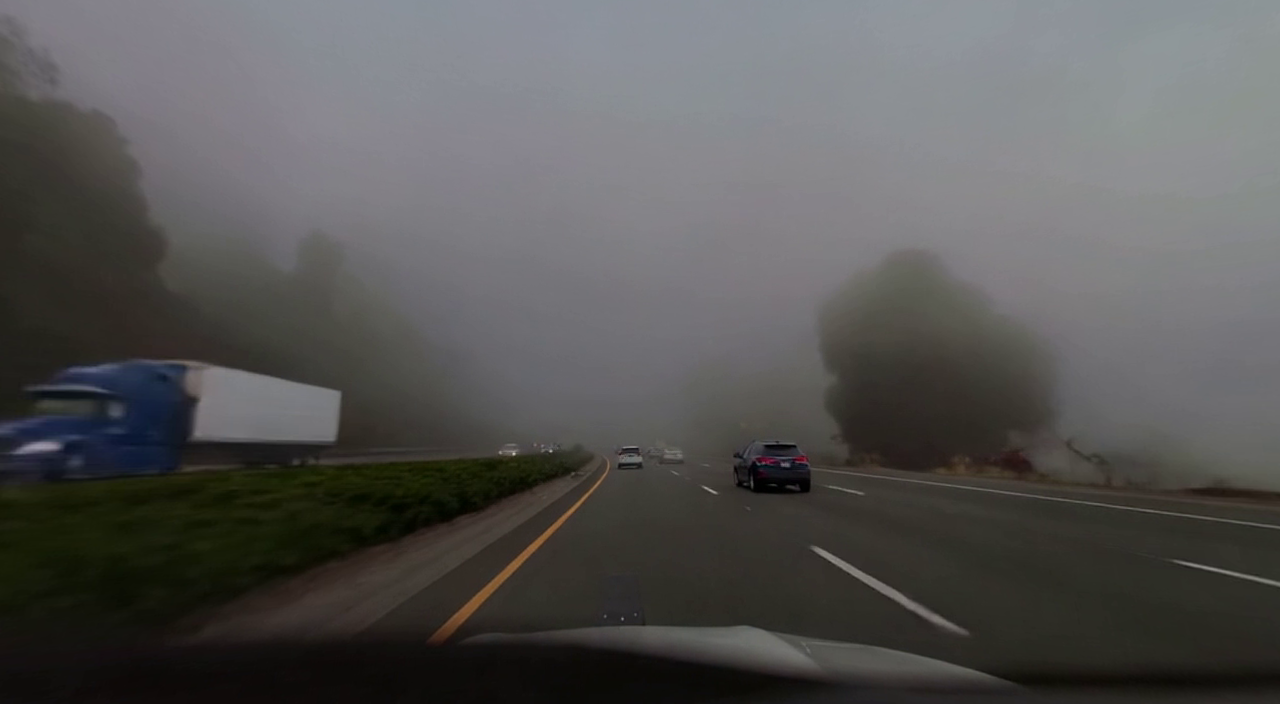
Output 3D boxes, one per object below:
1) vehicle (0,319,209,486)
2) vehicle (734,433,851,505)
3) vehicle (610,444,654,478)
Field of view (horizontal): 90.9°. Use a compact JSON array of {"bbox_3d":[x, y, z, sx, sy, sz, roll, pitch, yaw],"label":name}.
[{"bbox_3d":[-16.394,1.679,18.304,2.950,4.003,6.622,0,-9,-1],"label":"vehicle"},{"bbox_3d":[3.791,2.985,16.445,2.013,1.623,3.916,0,-9,-1],"label":"vehicle"},{"bbox_3d":[-0.444,5.358,31.145,2.050,1.534,3.771,0,-9,-2],"label":"vehicle"}]
